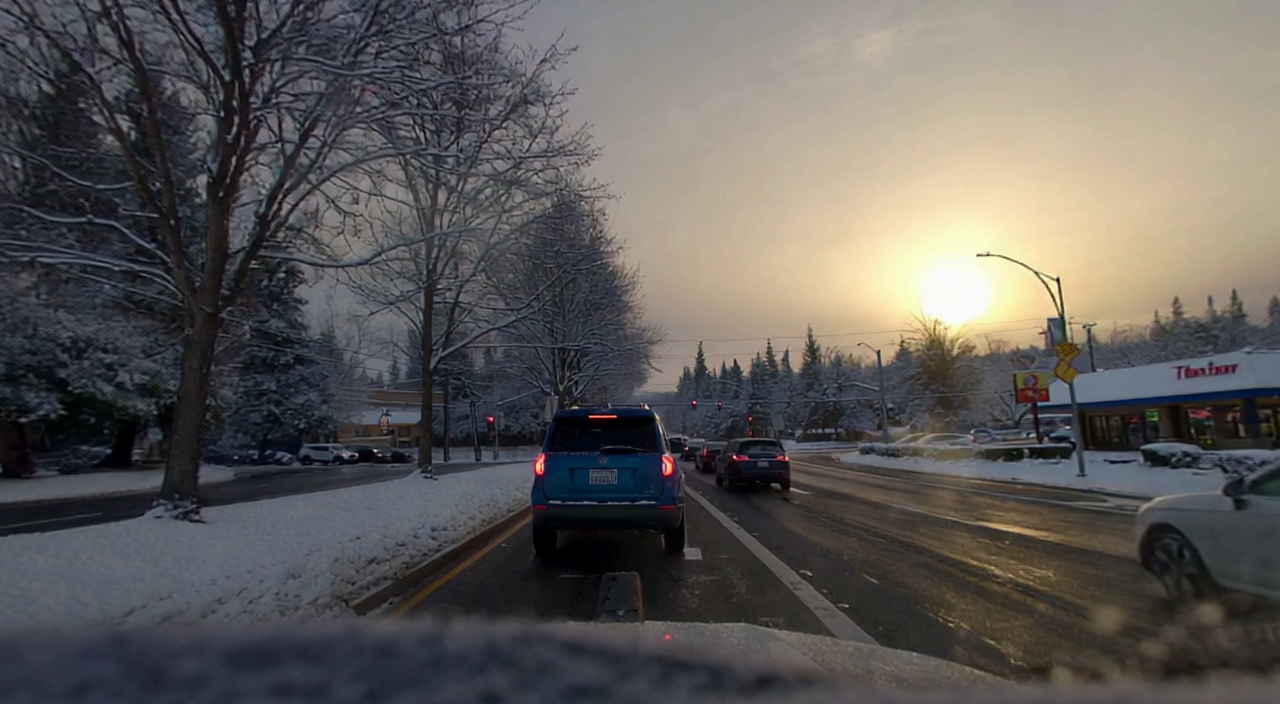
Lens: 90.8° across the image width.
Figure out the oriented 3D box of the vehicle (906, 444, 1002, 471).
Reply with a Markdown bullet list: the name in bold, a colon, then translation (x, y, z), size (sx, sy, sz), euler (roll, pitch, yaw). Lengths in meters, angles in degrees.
- **vehicle**: translation (17.213, 5.774, 34.763), size (4.290, 1.427, 1.751), euler (0, -9, 2)

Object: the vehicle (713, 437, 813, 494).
- **vehicle**: translation (3.681, 3.499, 19.935), size (2.098, 1.555, 4.778), euler (0, -9, -1)

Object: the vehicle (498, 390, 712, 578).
- **vehicle**: translation (-0.306, 1.647, 8.635), size (2.096, 1.837, 4.687), euler (0, -9, 1)

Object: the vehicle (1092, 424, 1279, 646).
- **vehicle**: translation (5.261, 1.146, 3.652), size (1.930, 1.478, 4.643), euler (0, -9, 1)
